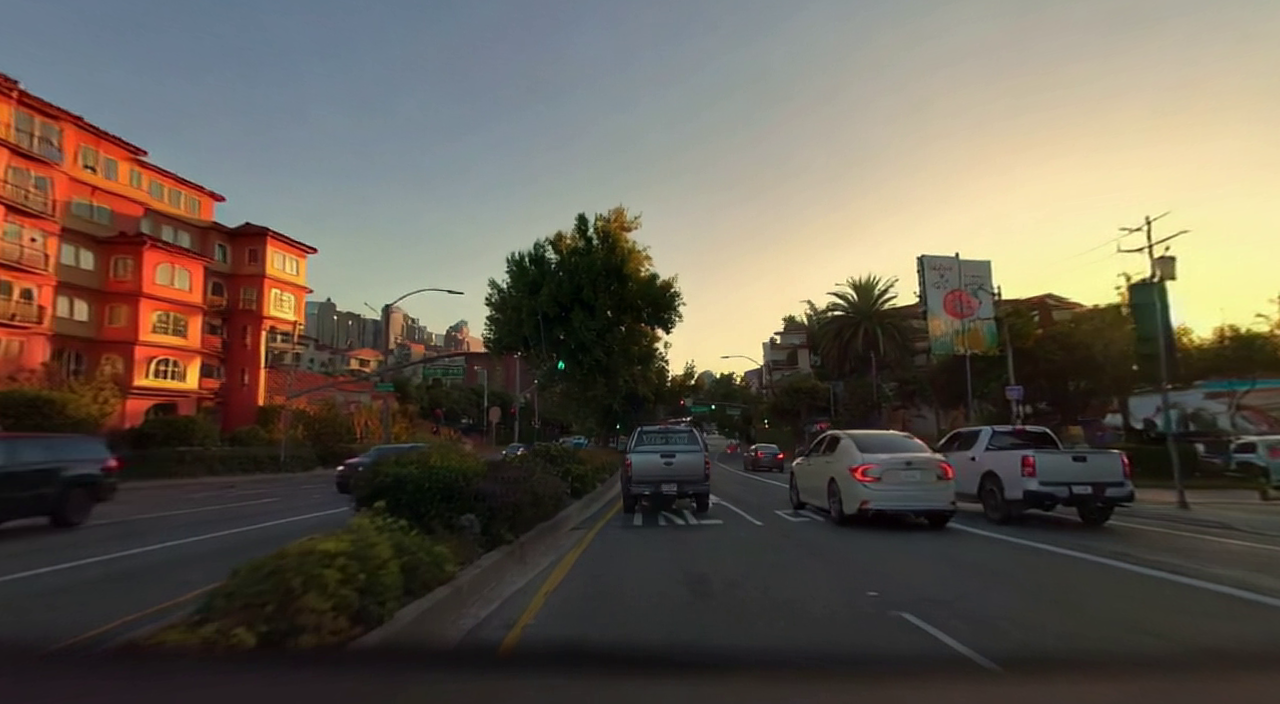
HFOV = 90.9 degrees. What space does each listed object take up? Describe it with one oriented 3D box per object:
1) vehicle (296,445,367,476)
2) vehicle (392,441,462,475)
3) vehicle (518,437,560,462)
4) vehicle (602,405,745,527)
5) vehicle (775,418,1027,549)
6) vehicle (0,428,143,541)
[{"bbox_3d":[-18.467,6.490,37.984,1.972,1.694,4.466,0,-9,1],"label":"vehicle"},{"bbox_3d":[-11.473,5.720,34.251,2.134,1.699,4.342,-1,-9,2],"label":"vehicle"},{"bbox_3d":[-7.387,7.171,46.537,2.050,1.725,4.677,-1,-9,3],"label":"vehicle"},{"bbox_3d":[0.631,2.410,13.848,2.487,2.115,5.444,0,-9,1],"label":"vehicle"},{"bbox_3d":[4.050,2.149,11.024,2.283,1.738,4.916,0,-9,0],"label":"vehicle"},{"bbox_3d":[-11.626,2.236,10.727,2.272,1.837,4.892,0,-9,1],"label":"vehicle"}]
